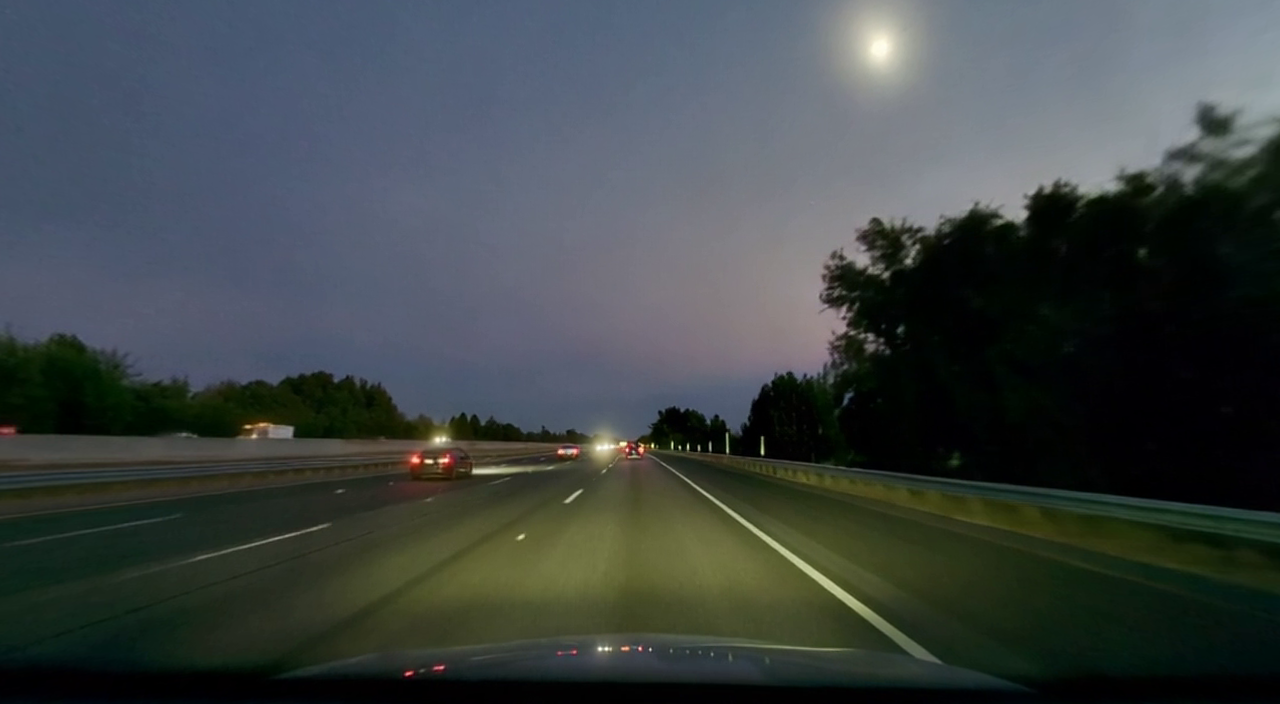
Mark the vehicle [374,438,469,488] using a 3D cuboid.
[{"bbox_3d":[-7.567,3.853,22.264,1.972,1.603,3.891,0,-8,0],"label":"vehicle"}]
